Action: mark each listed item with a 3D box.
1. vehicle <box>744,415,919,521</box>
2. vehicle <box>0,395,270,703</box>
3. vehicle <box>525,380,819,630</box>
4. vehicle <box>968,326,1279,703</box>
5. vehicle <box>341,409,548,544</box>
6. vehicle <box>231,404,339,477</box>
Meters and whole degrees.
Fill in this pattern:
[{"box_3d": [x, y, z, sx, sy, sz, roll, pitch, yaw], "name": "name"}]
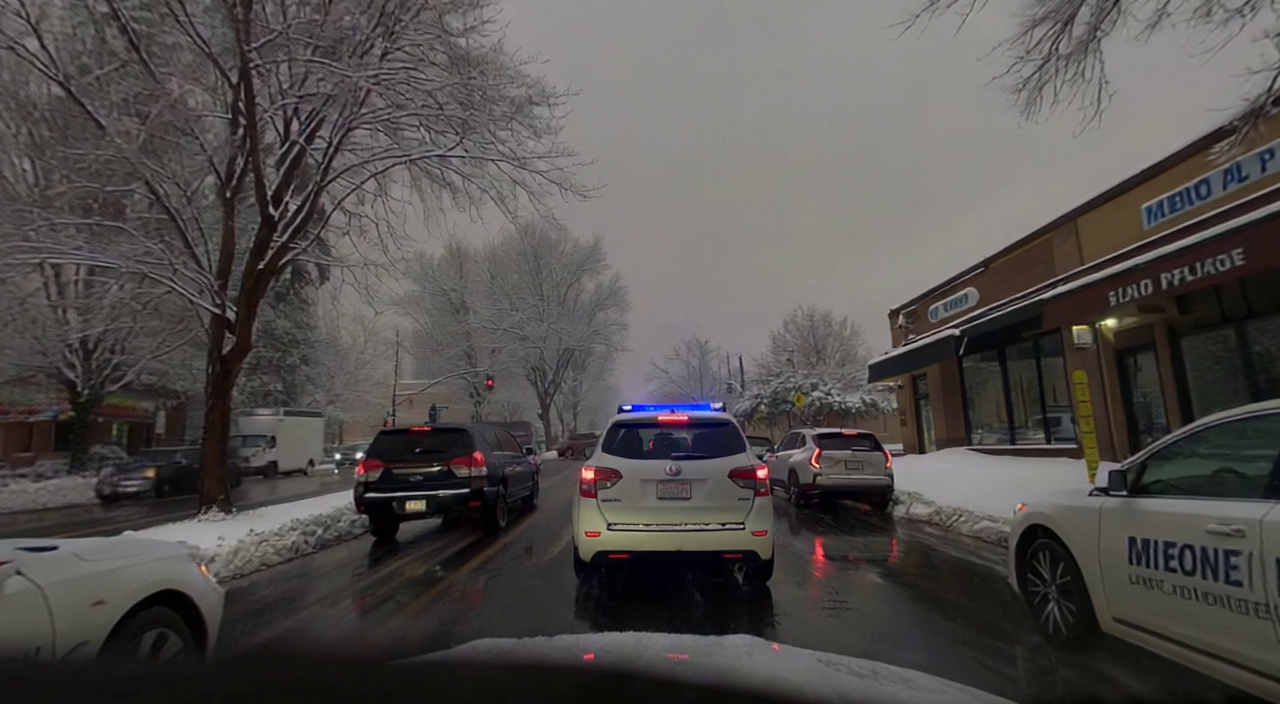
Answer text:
[{"box_3d": [4.023, 2.565, 14.531, 2.038, 1.865, 5.786, 2, -9, -2], "name": "vehicle"}, {"box_3d": [-2.921, 0.764, 1.179, 1.908, 1.474, 4.257, 0, -8, -1], "name": "vehicle"}, {"box_3d": [0.217, 1.382, 6.567, 2.075, 1.770, 4.018, 0, -8, 0], "name": "vehicle"}, {"box_3d": [4.047, 0.902, 3.264, 1.987, 1.877, 5.330, 2, -8, 2], "name": "vehicle"}, {"box_3d": [-2.971, 2.020, 10.822, 2.135, 1.806, 4.514, 0, -8, -1], "name": "vehicle"}, {"box_3d": [-14.546, 3.689, 26.142, 2.117, 2.762, 3.938, 0, -8, -1], "name": "vehicle"}]
